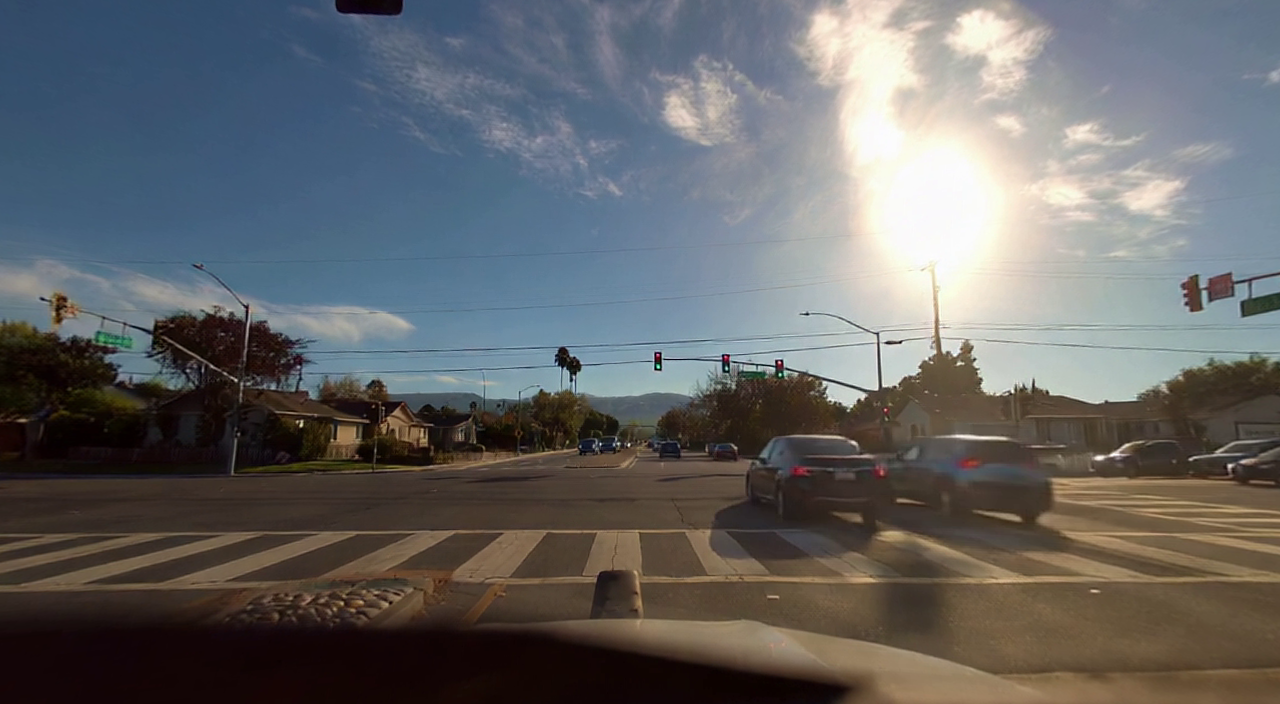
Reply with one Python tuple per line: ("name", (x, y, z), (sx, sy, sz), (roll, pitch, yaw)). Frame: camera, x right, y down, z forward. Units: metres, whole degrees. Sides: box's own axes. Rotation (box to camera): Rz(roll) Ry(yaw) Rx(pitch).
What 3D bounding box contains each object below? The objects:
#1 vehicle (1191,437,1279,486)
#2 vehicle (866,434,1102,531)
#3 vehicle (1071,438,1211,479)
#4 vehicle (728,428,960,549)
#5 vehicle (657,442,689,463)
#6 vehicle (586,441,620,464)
("vehicle", (23.618, 4.040, 23.475), (4.417, 1.725, 1.969), (0, -9, -1))
("vehicle", (6.334, 2.439, 12.448), (2.074, 1.530, 4.565), (0, -9, 0))
("vehicle", (23.485, 4.988, 29.754), (4.807, 1.835, 2.033), (0, -9, -1))
("vehicle", (2.945, 2.108, 10.552), (2.142, 1.506, 4.948), (0, -9, -1))
("vehicle", (2.447, 7.531, 47.532), (2.079, 1.473, 4.748), (0, -9, -1))
("vehicle", (-2.412, 6.709, 42.283), (2.045, 1.484, 3.991), (0, -9, 0))
